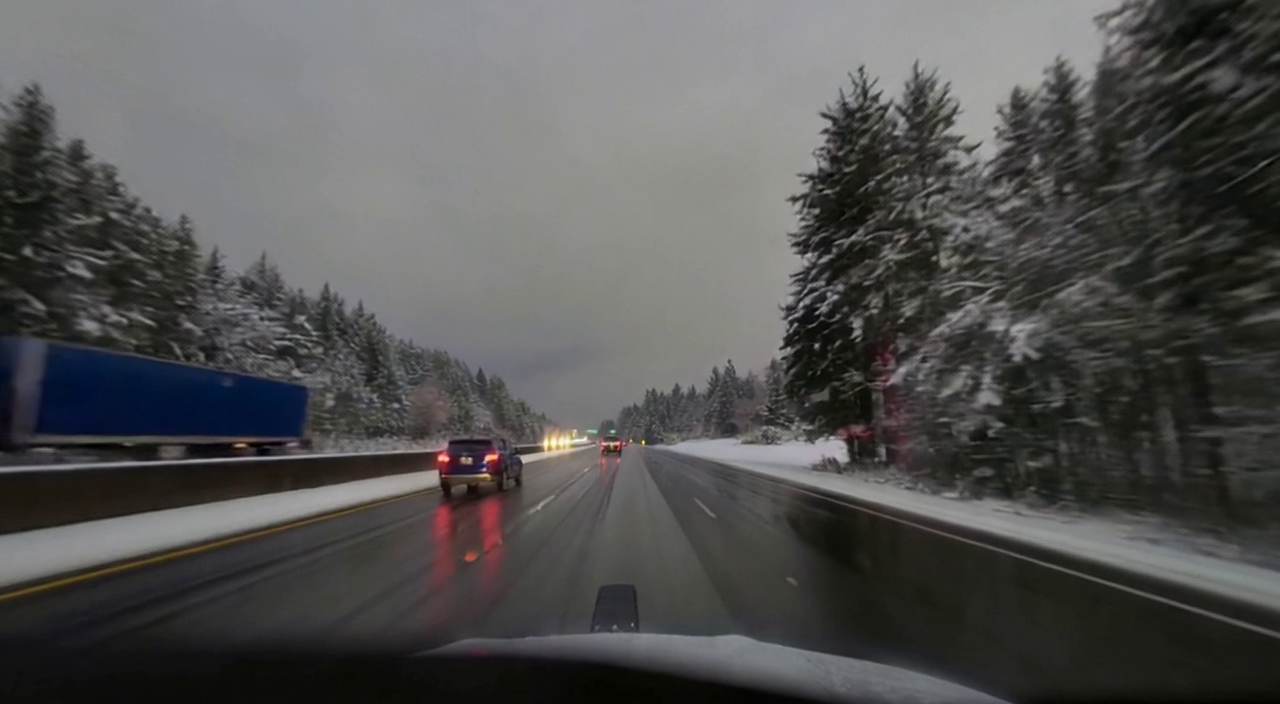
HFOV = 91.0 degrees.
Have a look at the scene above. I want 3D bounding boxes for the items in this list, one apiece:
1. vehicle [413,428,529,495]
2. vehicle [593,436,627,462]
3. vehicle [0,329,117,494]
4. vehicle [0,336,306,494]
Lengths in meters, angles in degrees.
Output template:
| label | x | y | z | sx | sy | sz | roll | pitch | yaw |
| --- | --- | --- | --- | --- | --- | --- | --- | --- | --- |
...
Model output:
| label | x | y | z | sx | sy | sz | roll | pitch | yaw |
| --- | --- | --- | --- | --- | --- | --- | --- | --- | --- |
| vehicle | -4.626 | 3.056 | 18.009 | 2.111 | 1.645 | 4.382 | 0 | -8 | 0 |
| vehicle | -2.012 | 6.696 | 43.622 | 2.159 | 1.670 | 4.395 | 0 | -8 | -1 |
| vehicle | -17.057 | 1.488 | 15.518 | 3.020 | 3.957 | 5.954 | 0 | -8 | -1 |
| vehicle | -17.206 | 2.544 | 22.930 | 2.887 | 4.067 | 13.460 | 0 | -8 | -1 |
